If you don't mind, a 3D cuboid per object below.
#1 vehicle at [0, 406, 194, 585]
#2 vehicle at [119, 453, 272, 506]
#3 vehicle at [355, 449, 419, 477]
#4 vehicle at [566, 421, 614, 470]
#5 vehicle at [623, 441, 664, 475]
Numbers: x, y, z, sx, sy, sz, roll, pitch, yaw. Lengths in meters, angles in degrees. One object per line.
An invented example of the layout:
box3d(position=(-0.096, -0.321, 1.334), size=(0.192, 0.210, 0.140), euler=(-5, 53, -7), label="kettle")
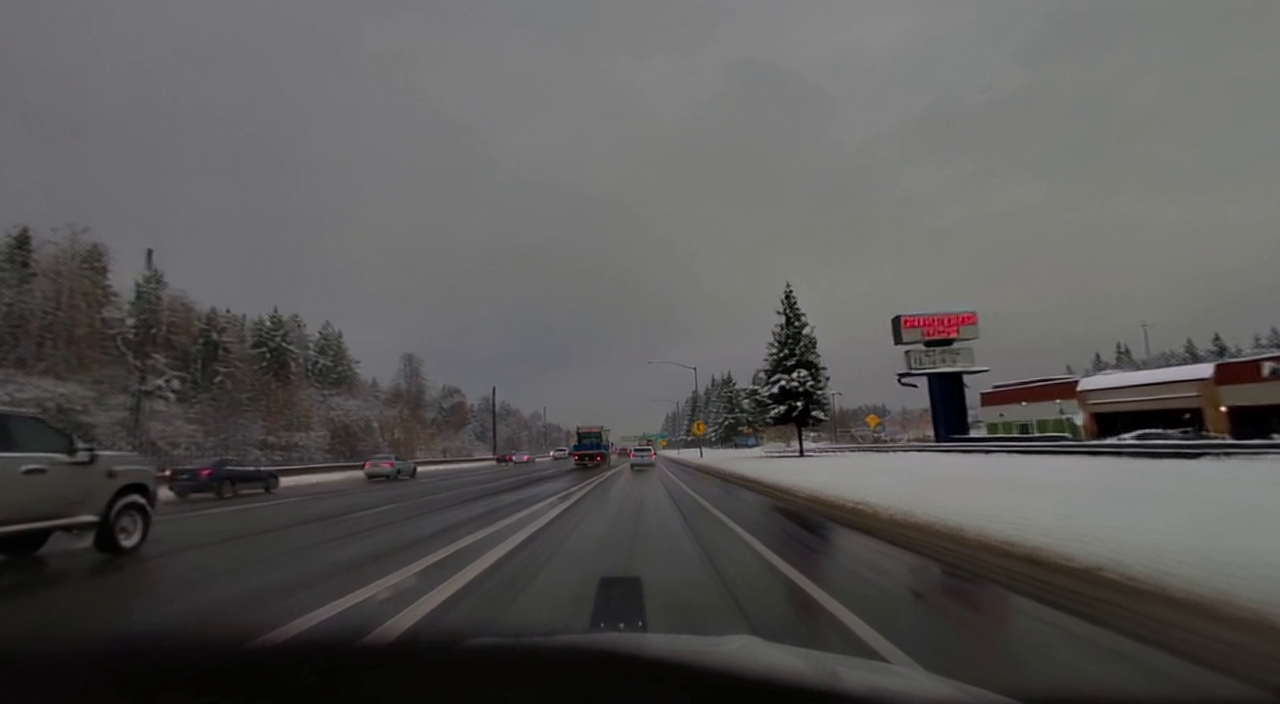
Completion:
box3d(position=(-7.952, 1.589, 7.061), size=(2.165, 1.903, 4.917), euler=(0, -8, 2), label="vehicle")
box3d(position=(-14.490, 4.136, 20.919), size=(1.805, 1.508, 4.331), euler=(0, -8, 2), label="vehicle")
box3d(position=(-17.073, 7.493, 42.833), size=(2.076, 1.709, 4.893), euler=(-1, -8, 3), label="vehicle")
box3d(position=(-3.701, 7.213, 48.866), size=(2.796, 3.426, 8.553), euler=(0, -8, 1), label="vehicle")
box3d(position=(0.219, 6.025, 36.064), size=(2.227, 1.794, 4.646), euler=(0, -8, 1), label="vehicle")
